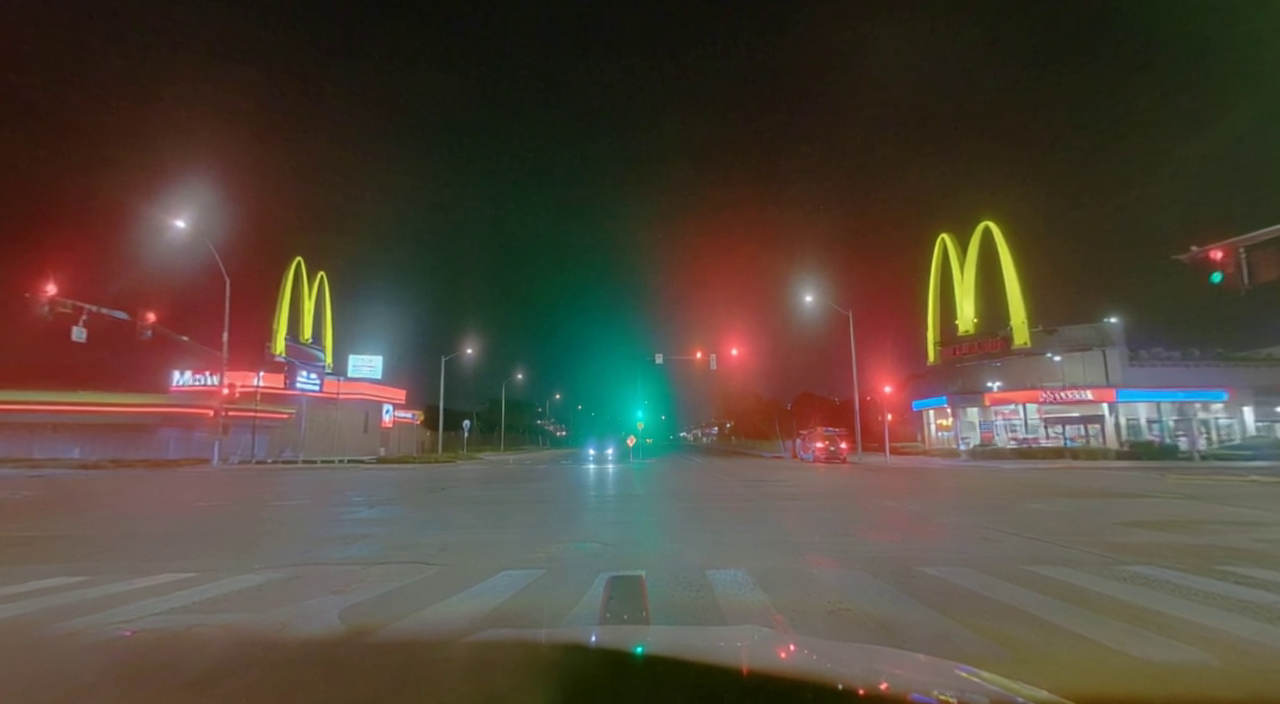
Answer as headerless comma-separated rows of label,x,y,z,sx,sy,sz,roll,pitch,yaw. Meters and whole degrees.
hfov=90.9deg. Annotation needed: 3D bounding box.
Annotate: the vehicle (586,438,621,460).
vehicle,-2.512,6.783,44.113,2.104,1.468,4.195,0,-8,1
